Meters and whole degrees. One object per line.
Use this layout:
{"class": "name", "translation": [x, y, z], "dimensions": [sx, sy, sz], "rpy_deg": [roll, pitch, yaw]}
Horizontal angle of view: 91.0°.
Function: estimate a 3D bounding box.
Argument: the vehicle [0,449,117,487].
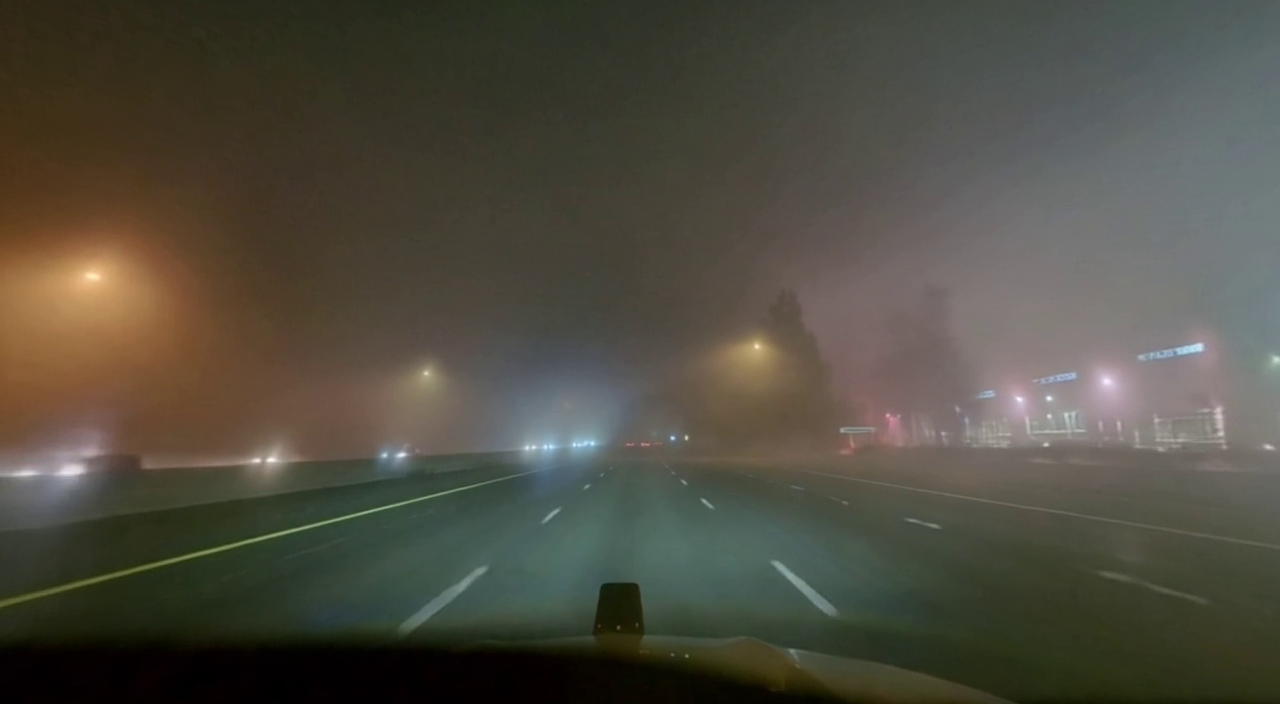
{"class": "vehicle", "translation": [-25.544, 4.969, 27.372], "dimensions": [1.837, 1.492, 4.280], "rpy_deg": [0, -9, 1]}
